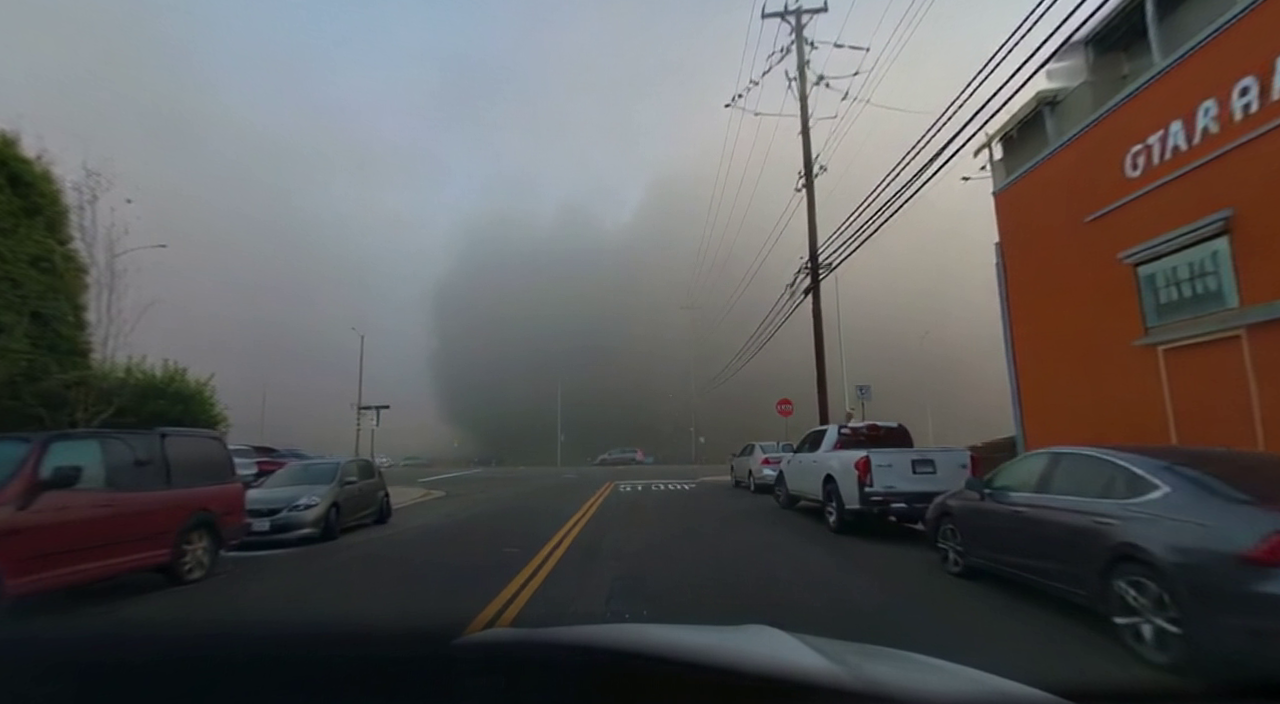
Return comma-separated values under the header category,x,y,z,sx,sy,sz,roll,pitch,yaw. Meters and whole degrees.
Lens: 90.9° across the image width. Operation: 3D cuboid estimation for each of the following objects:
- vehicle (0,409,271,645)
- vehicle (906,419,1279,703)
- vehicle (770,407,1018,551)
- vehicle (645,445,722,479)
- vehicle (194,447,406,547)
category,x,y,z,sx,sy,sz,roll,pitch,yaw
vehicle,-5.984,1.494,5.881,2.146,1.775,5.117,0,-8,-2
vehicle,4.020,1.360,5.099,1.840,1.452,4.517,0,-8,1
vehicle,3.894,2.002,10.855,2.178,1.856,4.756,2,-7,-2
vehicle,2.207,5.294,30.688,2.033,1.464,4.645,-4,-9,27
vehicle,-5.890,2.505,11.532,1.820,1.482,3.737,0,-8,-1
